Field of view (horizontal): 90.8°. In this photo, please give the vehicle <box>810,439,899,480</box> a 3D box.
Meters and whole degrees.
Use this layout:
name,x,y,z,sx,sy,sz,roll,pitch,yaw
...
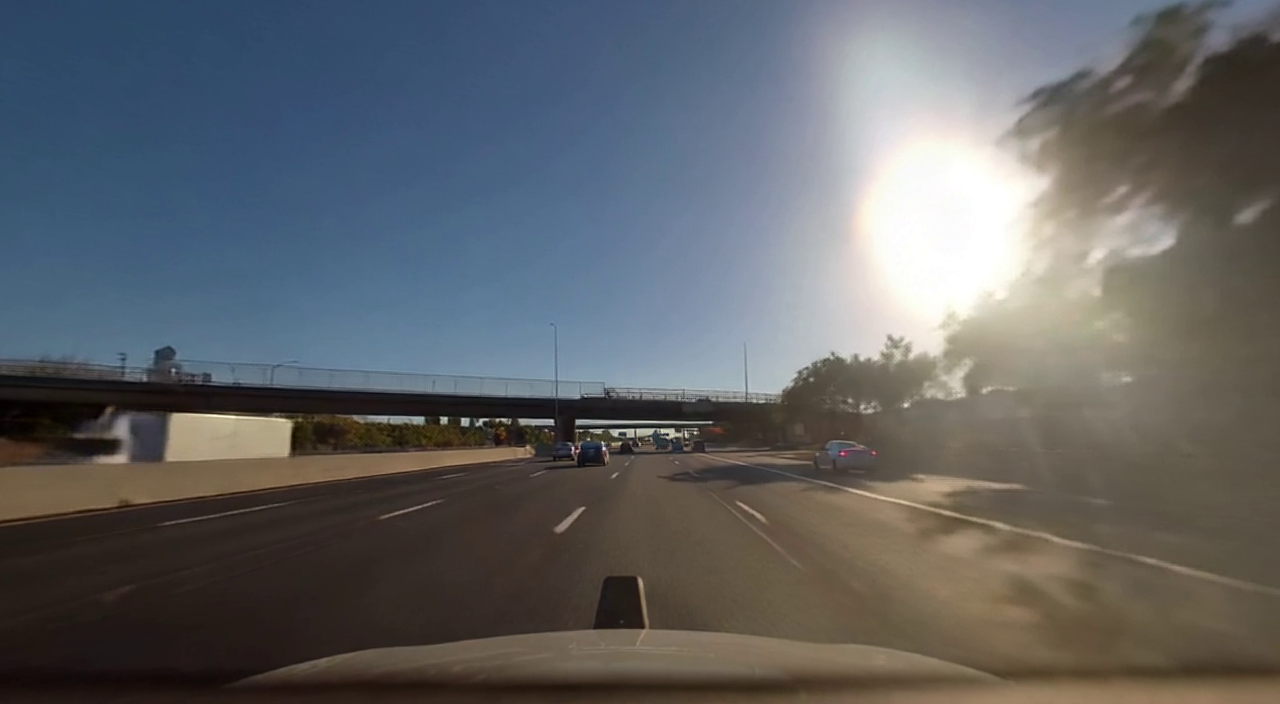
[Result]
name,x,y,z,sx,sy,sz,roll,pitch,yaw
vehicle,8.185,4.137,24.595,1.900,1.432,4.519,0,-8,0

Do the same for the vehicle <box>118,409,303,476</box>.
name,x,y,z,sx,sy,sz,roll,pitch,yaw
vehicle,-30.486,6.687,46.481,2.898,4.106,15.082,0,-8,1

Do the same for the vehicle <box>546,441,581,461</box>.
name,x,y,z,sx,sy,sz,roll,pitch,yaw
vehicle,-5.836,7.647,48.681,2.009,1.462,4.458,0,-8,1

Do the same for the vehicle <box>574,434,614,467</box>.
name,x,y,z,sx,sy,sz,roll,pitch,yaw
vehicle,-2.612,5.777,37.092,1.893,1.827,4.513,0,-8,1

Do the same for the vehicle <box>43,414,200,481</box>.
name,x,y,z,sx,sy,sz,roll,pitch,yaw
vehicle,-30.636,5.694,37.833,3.058,3.588,7.217,0,-8,1
